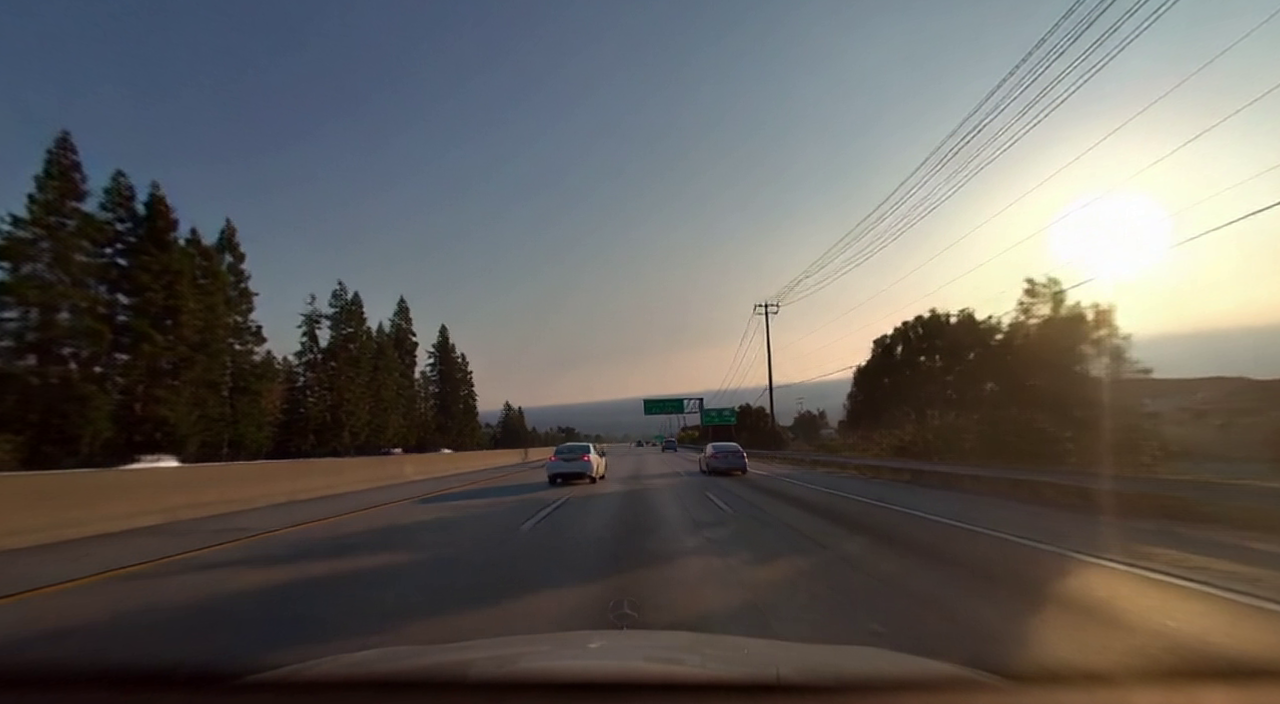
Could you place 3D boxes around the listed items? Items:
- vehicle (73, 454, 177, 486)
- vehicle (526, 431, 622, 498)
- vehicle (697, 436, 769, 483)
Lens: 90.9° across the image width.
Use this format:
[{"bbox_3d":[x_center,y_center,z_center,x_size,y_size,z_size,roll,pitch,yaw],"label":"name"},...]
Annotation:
[{"bbox_3d":[-31.538,7.217,38.896,2.143,1.777,5.015,0,-8,0],"label":"vehicle"},{"bbox_3d":[-1.666,3.058,17.522,2.049,1.620,4.153,0,-8,2],"label":"vehicle"},{"bbox_3d":[3.302,3.896,23.193,1.996,1.579,3.841,0,-8,-1],"label":"vehicle"}]
